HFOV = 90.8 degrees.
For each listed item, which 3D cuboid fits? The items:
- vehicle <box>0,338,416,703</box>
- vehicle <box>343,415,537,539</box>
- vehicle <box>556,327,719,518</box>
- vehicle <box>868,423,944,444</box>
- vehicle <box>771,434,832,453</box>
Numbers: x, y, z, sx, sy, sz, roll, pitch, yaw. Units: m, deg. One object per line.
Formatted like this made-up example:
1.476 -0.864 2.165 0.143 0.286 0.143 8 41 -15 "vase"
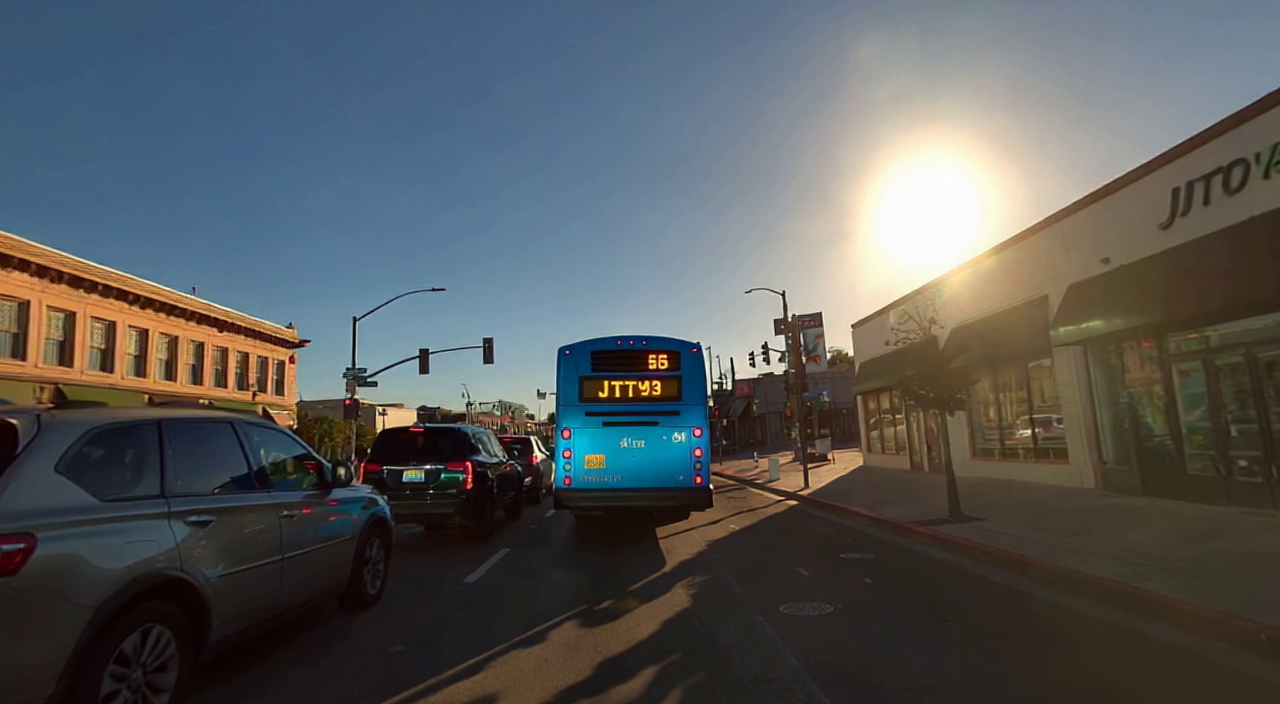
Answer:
-3.219 1.094 3.968 2.020 1.725 4.384 0 -8 0 "vehicle"
-3.352 2.206 11.781 2.096 1.828 4.669 0 -8 0 "vehicle"
-0.301 2.001 16.540 2.938 3.468 9.972 0 -8 -3 "vehicle"
19.819 6.117 47.207 4.827 1.555 1.863 1 -9 -6 "vehicle"
11.904 6.741 46.659 3.949 1.337 1.738 0 -9 -3 "vehicle"
